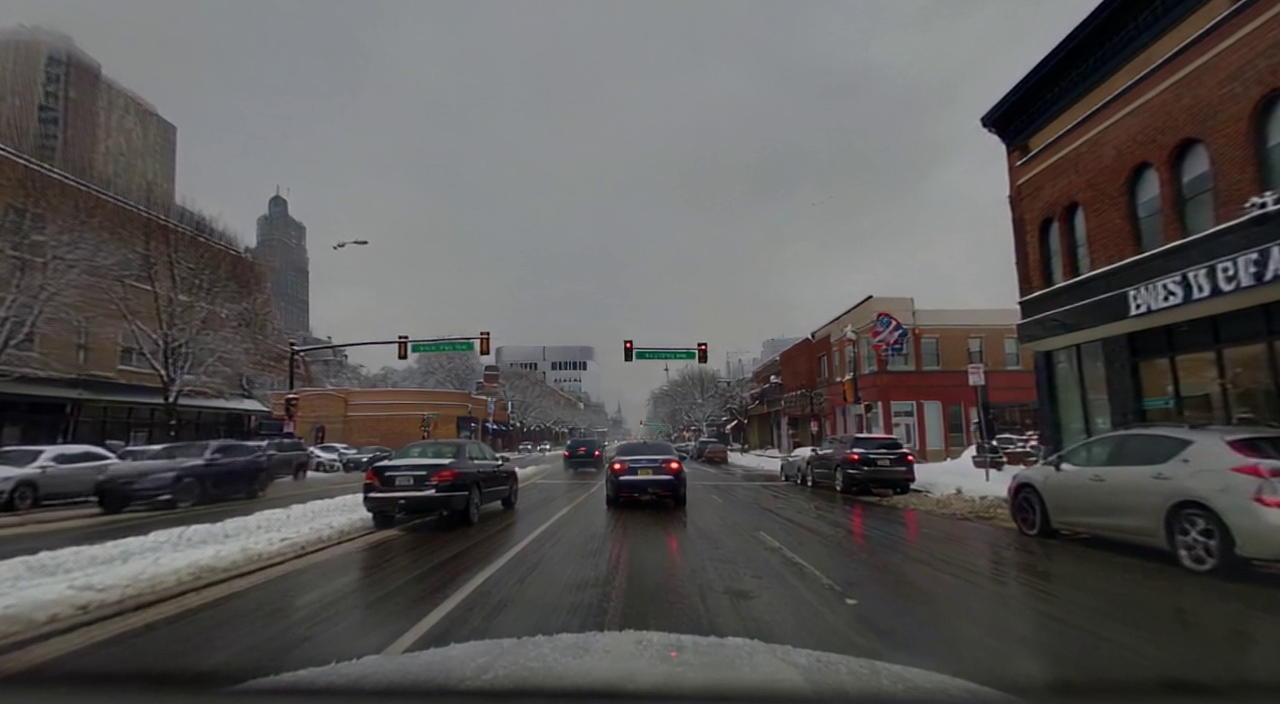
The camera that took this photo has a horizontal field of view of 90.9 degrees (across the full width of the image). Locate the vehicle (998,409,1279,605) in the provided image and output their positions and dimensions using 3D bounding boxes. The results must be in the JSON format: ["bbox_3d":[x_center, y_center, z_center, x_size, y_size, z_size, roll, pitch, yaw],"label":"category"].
[{"bbox_3d":[6.626,1.657,7.478,1.986,1.722,4.516,0,-9,-2],"label":"vehicle"}]

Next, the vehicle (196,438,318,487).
[{"bbox_3d":[-17.068,4.915,28.562,2.239,1.963,5.779,0,-9,-4],"label":"vehicle"}]

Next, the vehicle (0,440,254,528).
[{"bbox_3d":[-10.398,2.585,12.967,2.009,1.466,4.454,0,-9,1],"label":"vehicle"}]

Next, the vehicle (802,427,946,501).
[{"bbox_3d":[6.607,3.239,18.664,2.289,1.867,5.322,0,-9,1],"label":"vehicle"}]

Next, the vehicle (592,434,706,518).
[{"bbox_3d":[0.139,2.529,13.391,2.037,1.484,4.073,0,-9,-1],"label":"vehicle"}]

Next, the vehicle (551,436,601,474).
[{"bbox_3d":[-3.105,5.120,31.559,2.007,1.736,4.185,0,-9,1],"label":"vehicle"}]

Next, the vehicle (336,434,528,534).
[{"bbox_3d":[-3.429,2.256,11.413,1.950,1.450,4.257,0,-9,1],"label":"vehicle"}]
